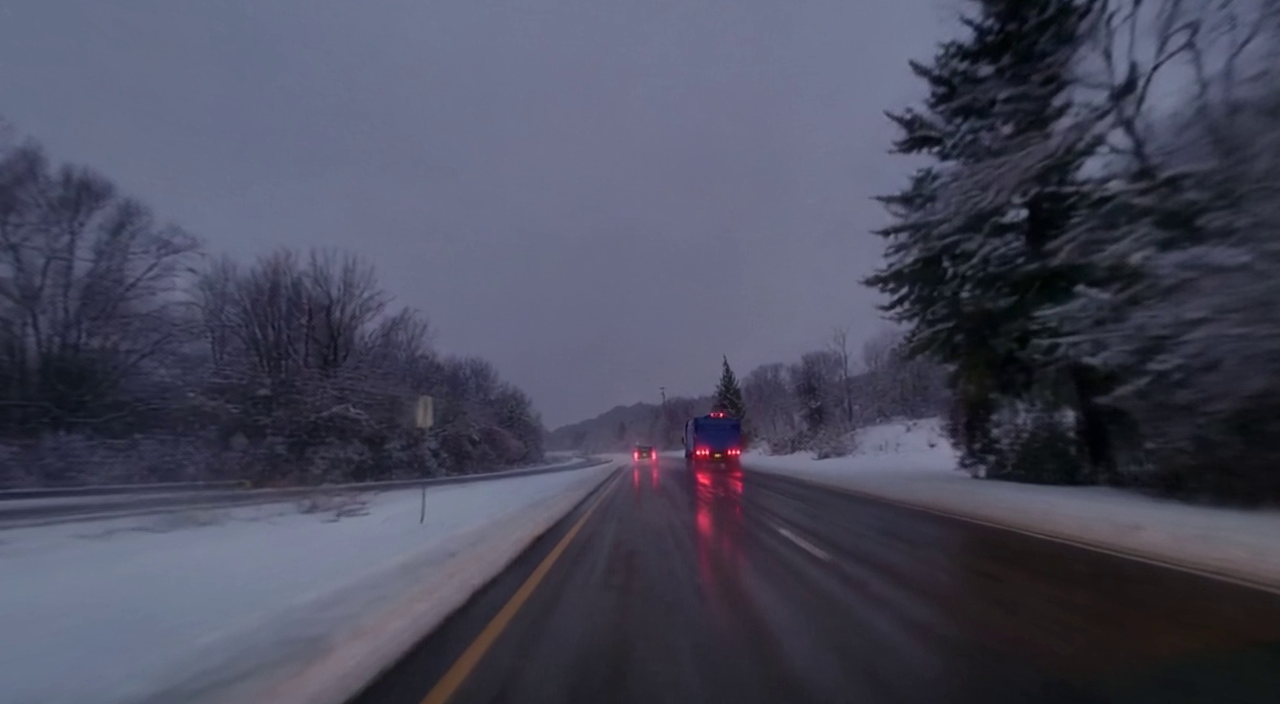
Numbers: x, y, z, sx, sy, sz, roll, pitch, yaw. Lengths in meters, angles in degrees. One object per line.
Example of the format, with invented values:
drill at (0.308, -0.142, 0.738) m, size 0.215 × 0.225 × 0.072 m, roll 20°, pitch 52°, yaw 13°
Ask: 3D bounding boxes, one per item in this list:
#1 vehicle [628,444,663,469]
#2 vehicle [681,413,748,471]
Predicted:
vehicle at (0.360, 6.680, 40.368) m, size 2.170 × 1.544 × 4.373 m, roll 0°, pitch -8°, yaw 1°
vehicle at (4.399, 5.593, 38.911) m, size 3.015 × 3.211 × 7.982 m, roll 0°, pitch -8°, yaw -1°
